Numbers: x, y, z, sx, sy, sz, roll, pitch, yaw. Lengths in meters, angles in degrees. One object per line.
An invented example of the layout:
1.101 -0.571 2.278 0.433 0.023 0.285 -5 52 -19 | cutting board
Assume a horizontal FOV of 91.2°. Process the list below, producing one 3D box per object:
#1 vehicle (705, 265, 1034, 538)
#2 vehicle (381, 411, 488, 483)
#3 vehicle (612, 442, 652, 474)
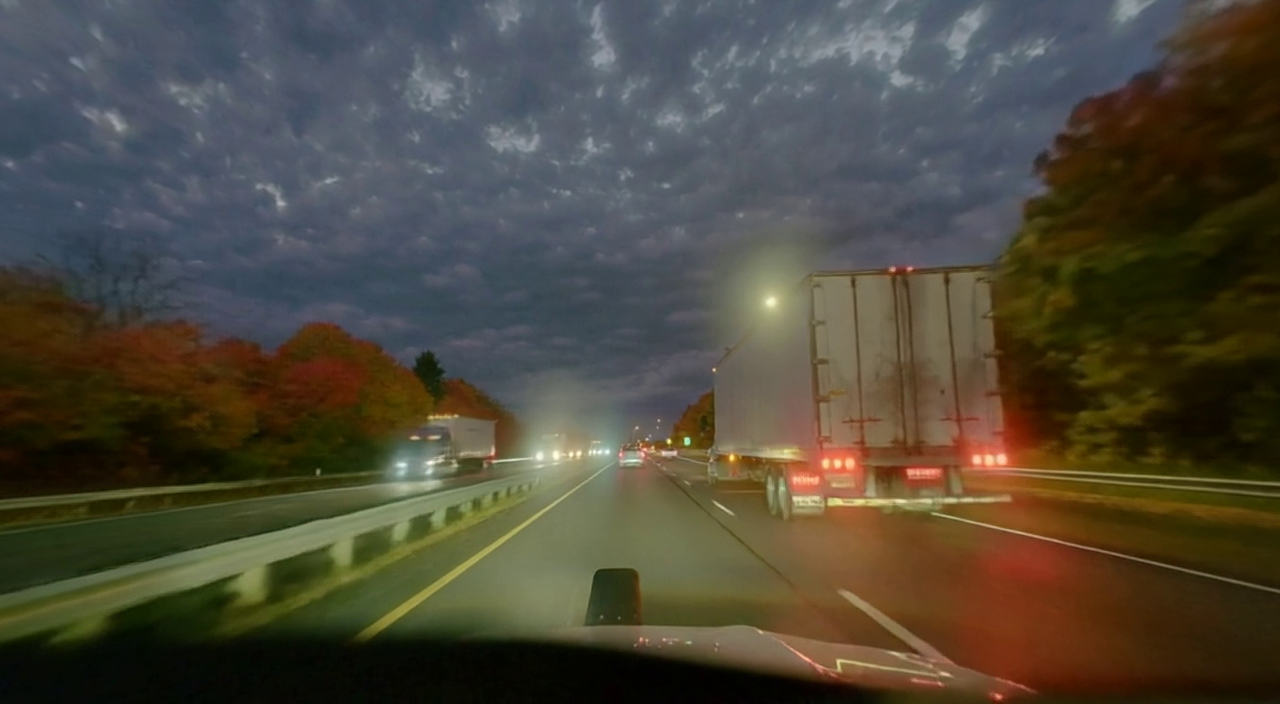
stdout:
4.041 1.702 16.116 3.068 4.042 13.787 0 -9 -1 | vehicle
-13.647 6.577 43.493 2.954 4.145 13.980 0 -9 -1 | vehicle
-0.480 6.022 35.912 2.151 1.693 4.201 0 -9 -1 | vehicle
